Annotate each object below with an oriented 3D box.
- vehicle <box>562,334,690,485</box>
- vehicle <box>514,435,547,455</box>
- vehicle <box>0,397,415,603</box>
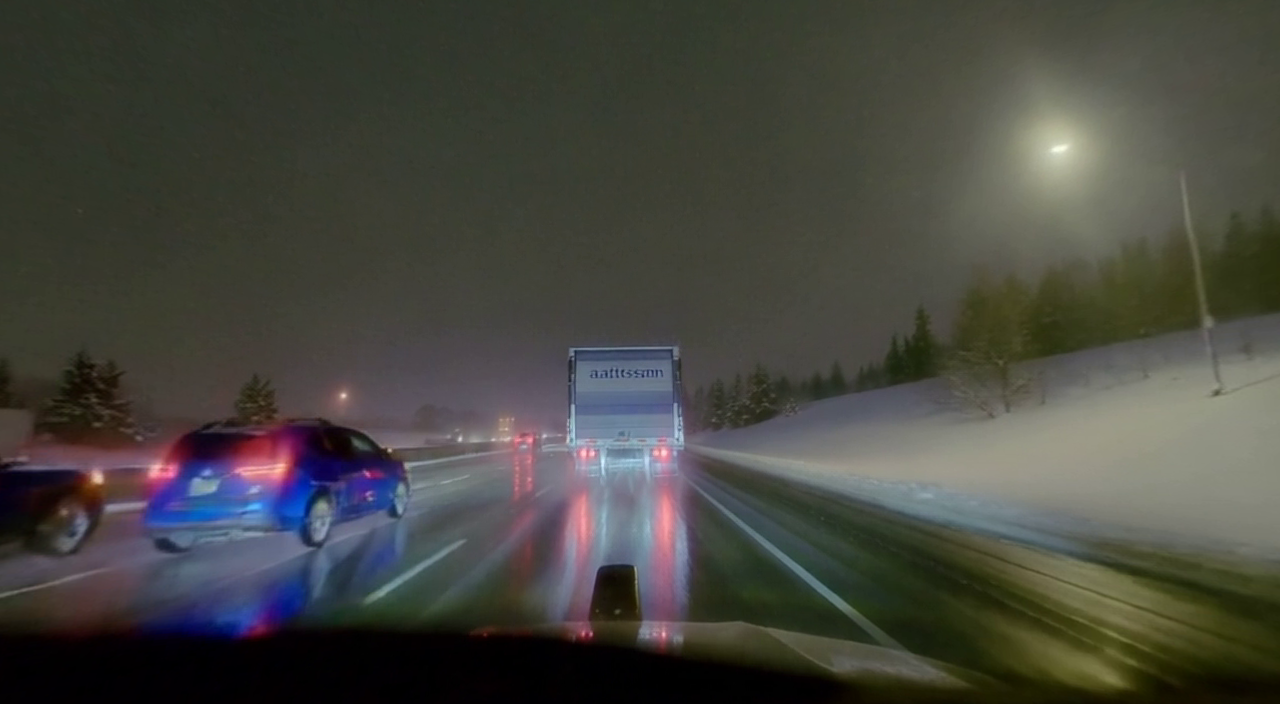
[{"bbox_3d":[-0.436,2.260,22.522,3.442,4.106,10.719,0,-8,-1],"label":"vehicle"},{"bbox_3d":[-8.651,7.356,49.903,1.940,1.488,3.976,0,-8,0],"label":"vehicle"},{"bbox_3d":[-4.632,1.514,7.536,2.052,1.639,4.894,0,-8,0],"label":"vehicle"}]
